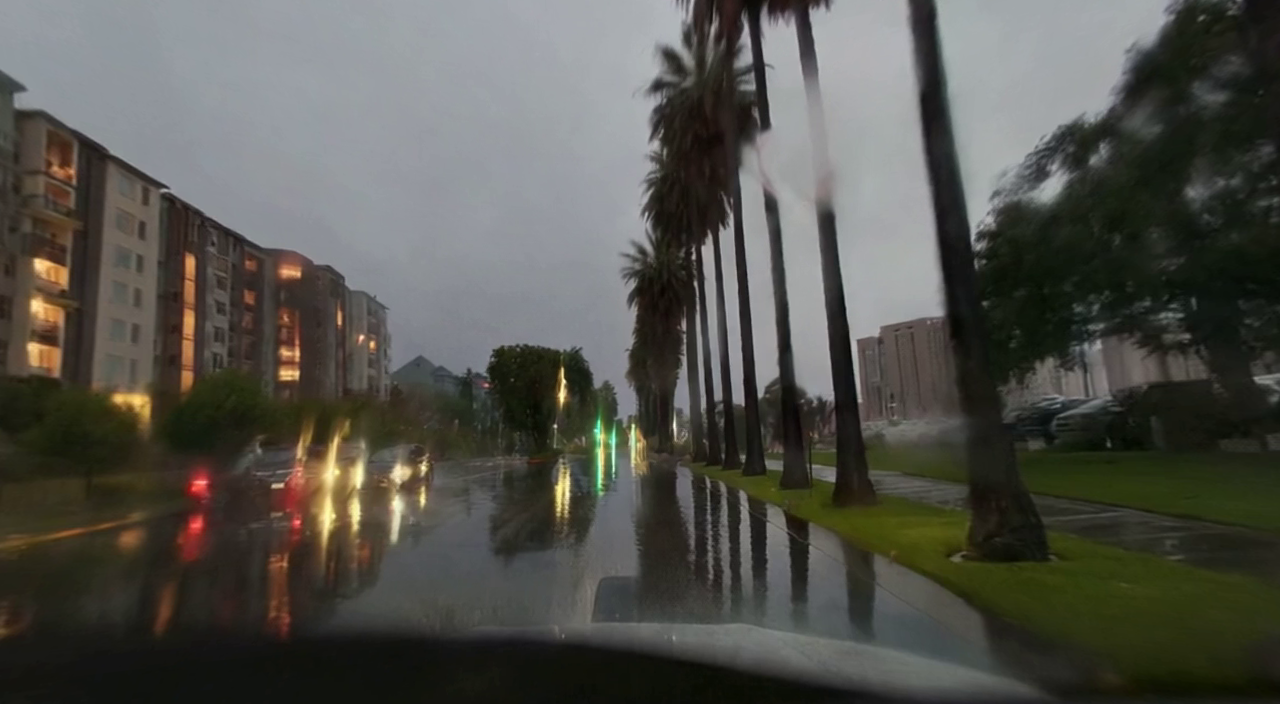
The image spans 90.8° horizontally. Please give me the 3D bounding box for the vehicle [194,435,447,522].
[{"bbox_3d":[-7.143,2.836,14.571,4.803,1.520,1.894,-3,-7,-5],"label":"vehicle"}]
